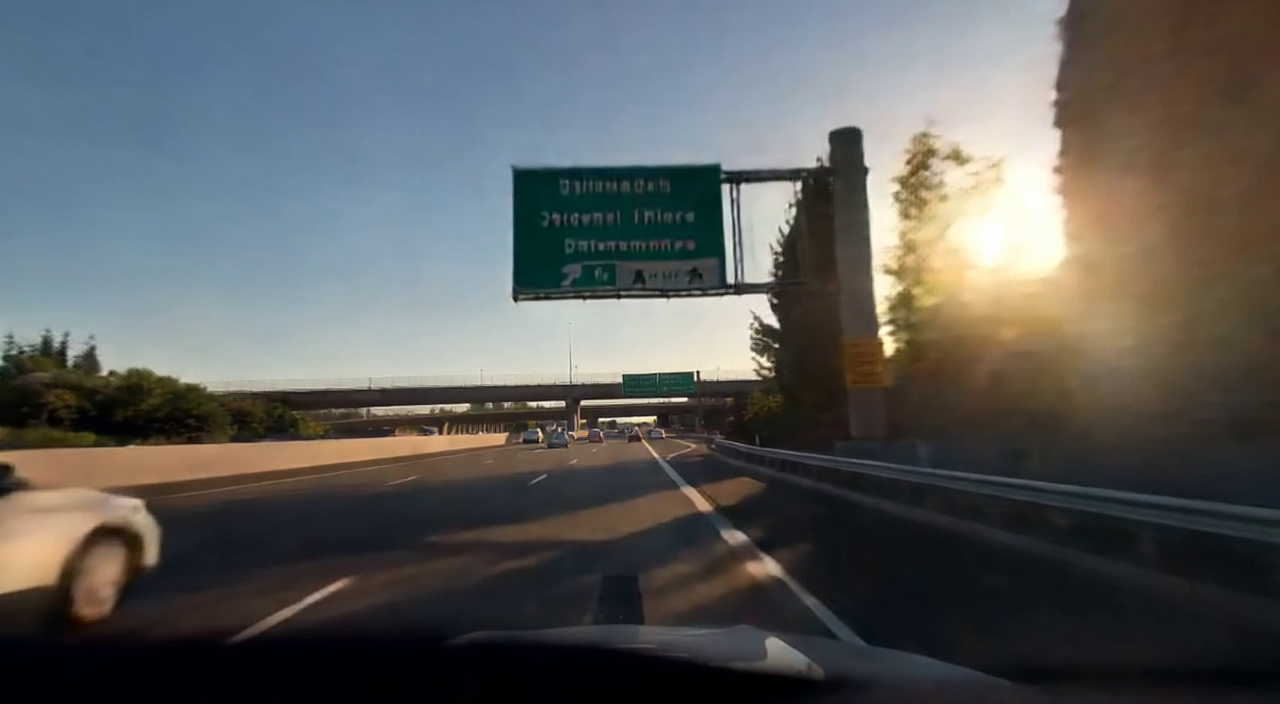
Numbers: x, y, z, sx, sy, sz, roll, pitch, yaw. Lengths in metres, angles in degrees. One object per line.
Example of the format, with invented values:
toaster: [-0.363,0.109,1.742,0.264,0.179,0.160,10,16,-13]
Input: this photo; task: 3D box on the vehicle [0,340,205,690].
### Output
vehicle: [-4.255,0.685,2.153,2.153,1.730,4.772,0,-8,-1]
